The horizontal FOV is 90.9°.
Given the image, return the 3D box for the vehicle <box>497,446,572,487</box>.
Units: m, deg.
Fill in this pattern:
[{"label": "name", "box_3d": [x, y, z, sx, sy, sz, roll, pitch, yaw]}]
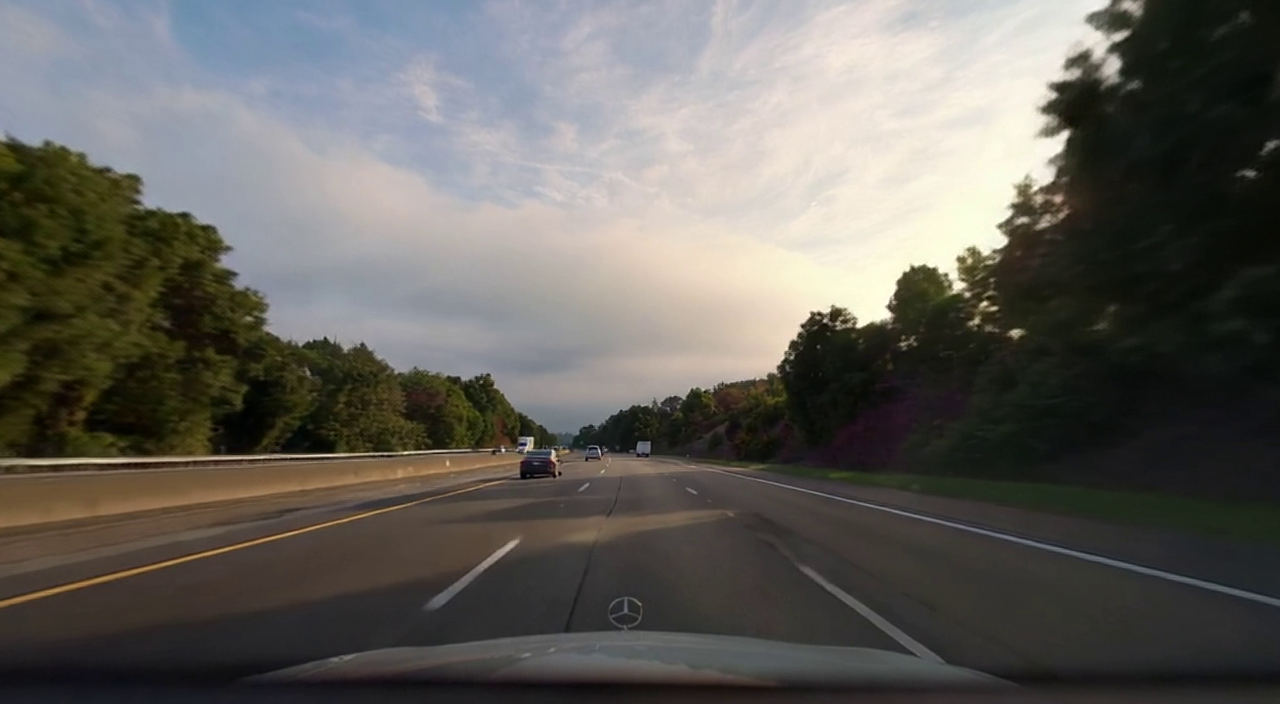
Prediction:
[{"label": "vehicle", "box_3d": [-4.074, 4.504, 25.150, 2.169, 1.473, 4.631, 0, -9, 0]}]
